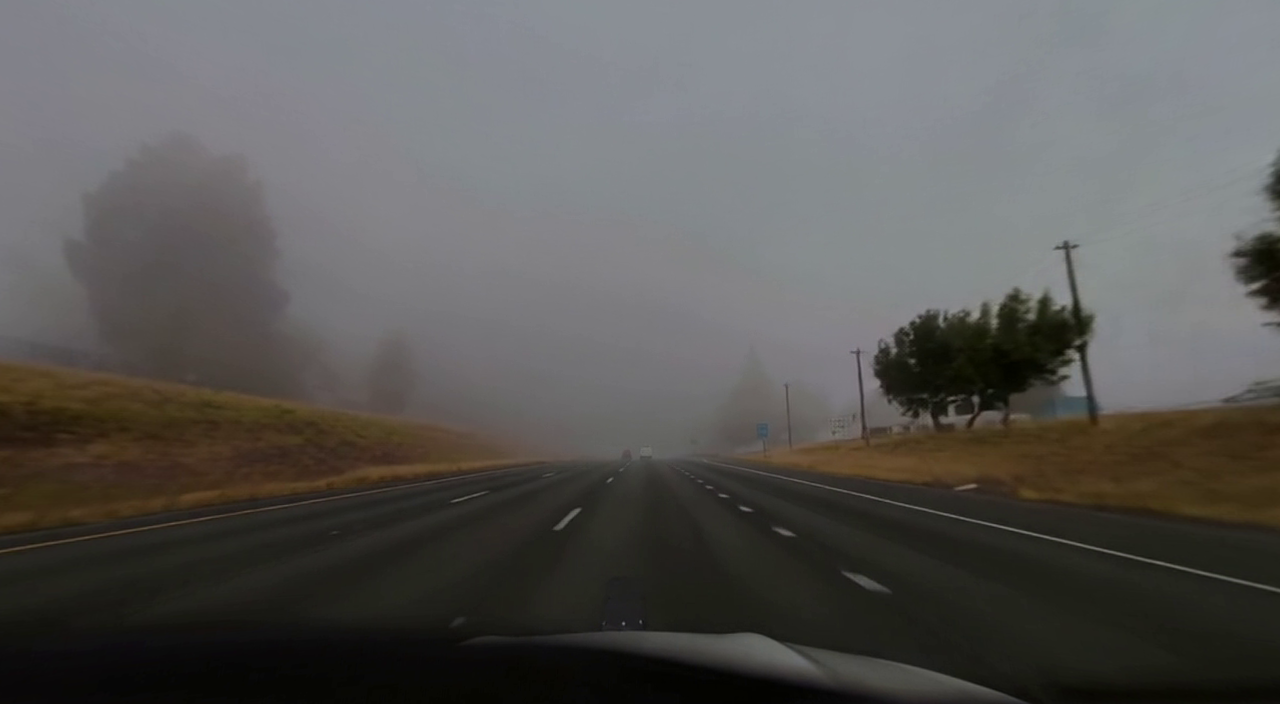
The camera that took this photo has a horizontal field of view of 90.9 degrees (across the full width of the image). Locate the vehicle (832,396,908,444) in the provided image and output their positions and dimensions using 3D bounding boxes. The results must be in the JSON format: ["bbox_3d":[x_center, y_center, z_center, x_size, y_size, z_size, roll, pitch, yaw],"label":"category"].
[{"bbox_3d":[17.393,5.373,48.275,2.821,3.355,7.583,0,-8,-1],"label":"vehicle"}]
